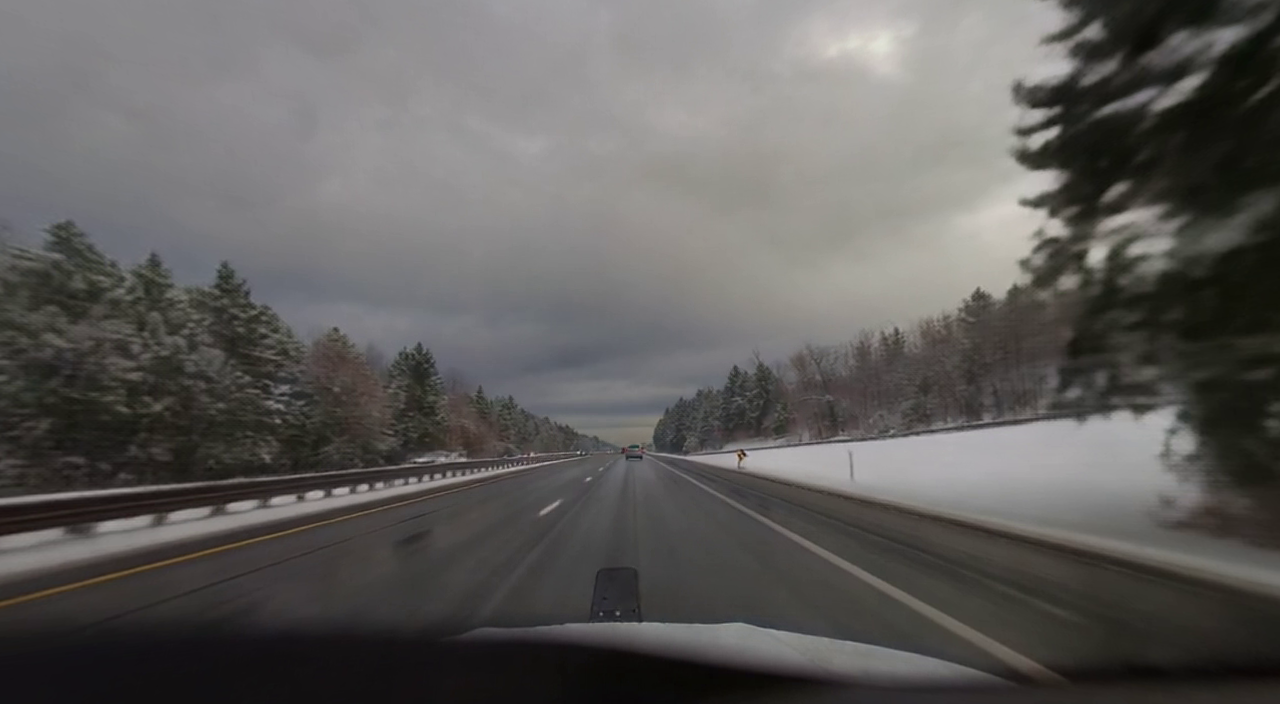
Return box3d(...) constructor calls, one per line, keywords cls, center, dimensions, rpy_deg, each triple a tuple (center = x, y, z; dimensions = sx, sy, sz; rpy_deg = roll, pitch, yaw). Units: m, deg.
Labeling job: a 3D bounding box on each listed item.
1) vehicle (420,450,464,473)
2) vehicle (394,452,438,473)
box3d(cls="vehicle", center=(-13.335, 7.360, 42.375), dimensions=(1.632, 1.496, 4.240), rpy_deg=(0, -9, -1))
box3d(cls="vehicle", center=(-17.510, 8.643, 49.161), dimensions=(1.821, 1.481, 4.435), rpy_deg=(0, -9, -1))
